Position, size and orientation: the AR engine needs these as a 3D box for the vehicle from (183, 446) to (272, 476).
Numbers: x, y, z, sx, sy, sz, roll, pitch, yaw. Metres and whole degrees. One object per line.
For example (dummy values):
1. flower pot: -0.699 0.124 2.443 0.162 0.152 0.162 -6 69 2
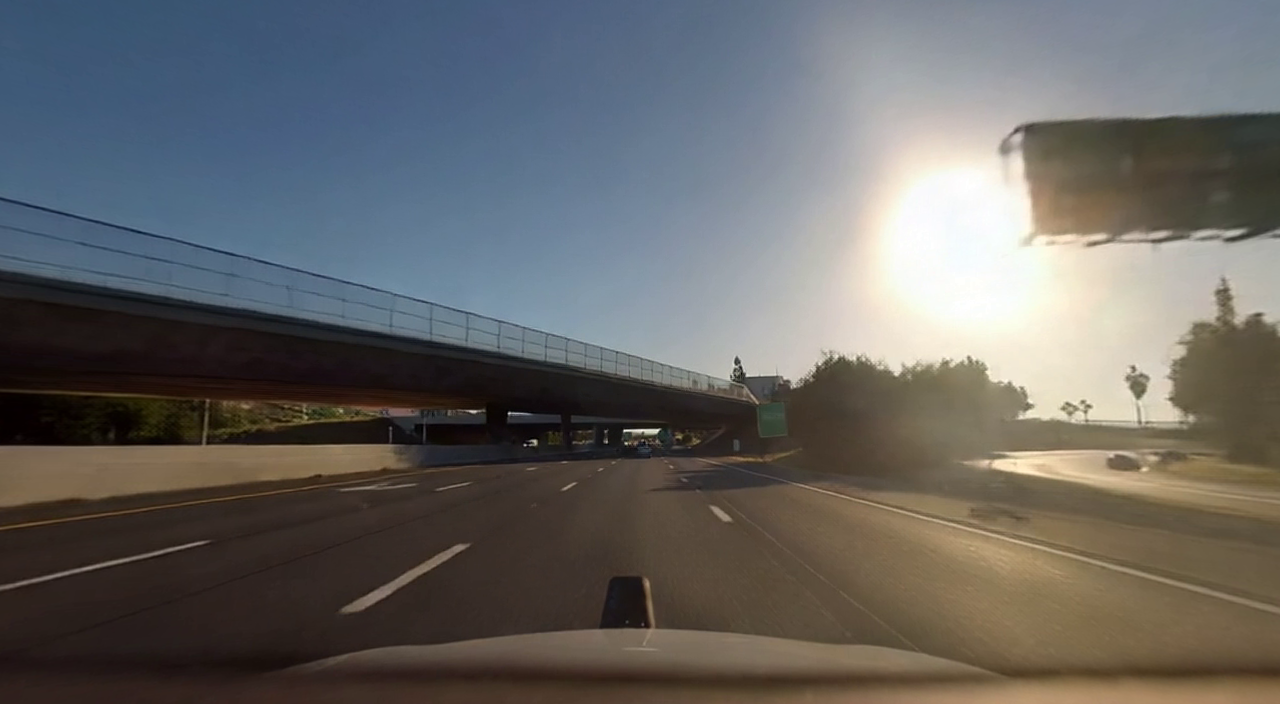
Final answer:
1. vehicle: -23.360 6.163 35.943 1.863 1.584 4.527 0 -8 3
